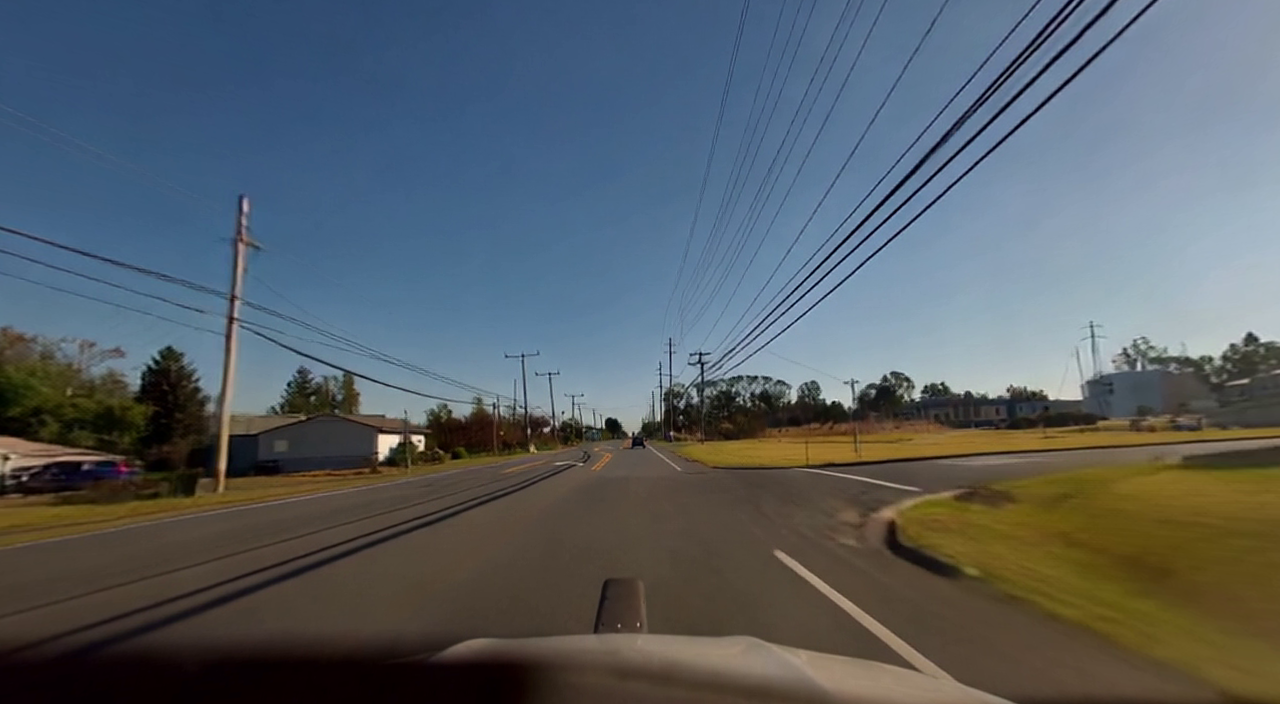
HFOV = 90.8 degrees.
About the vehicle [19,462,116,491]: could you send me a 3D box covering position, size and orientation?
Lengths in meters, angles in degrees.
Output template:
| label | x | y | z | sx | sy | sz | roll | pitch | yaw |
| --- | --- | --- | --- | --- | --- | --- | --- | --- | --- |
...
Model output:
| label | x | y | z | sx | sy | sz | roll | pitch | yaw |
| --- | --- | --- | --- | --- | --- | --- | --- | --- | --- |
| vehicle | -34.726 | 7.515 | 38.399 | 1.808 | 1.527 | 4.145 | -8 | -12 | 44 |
